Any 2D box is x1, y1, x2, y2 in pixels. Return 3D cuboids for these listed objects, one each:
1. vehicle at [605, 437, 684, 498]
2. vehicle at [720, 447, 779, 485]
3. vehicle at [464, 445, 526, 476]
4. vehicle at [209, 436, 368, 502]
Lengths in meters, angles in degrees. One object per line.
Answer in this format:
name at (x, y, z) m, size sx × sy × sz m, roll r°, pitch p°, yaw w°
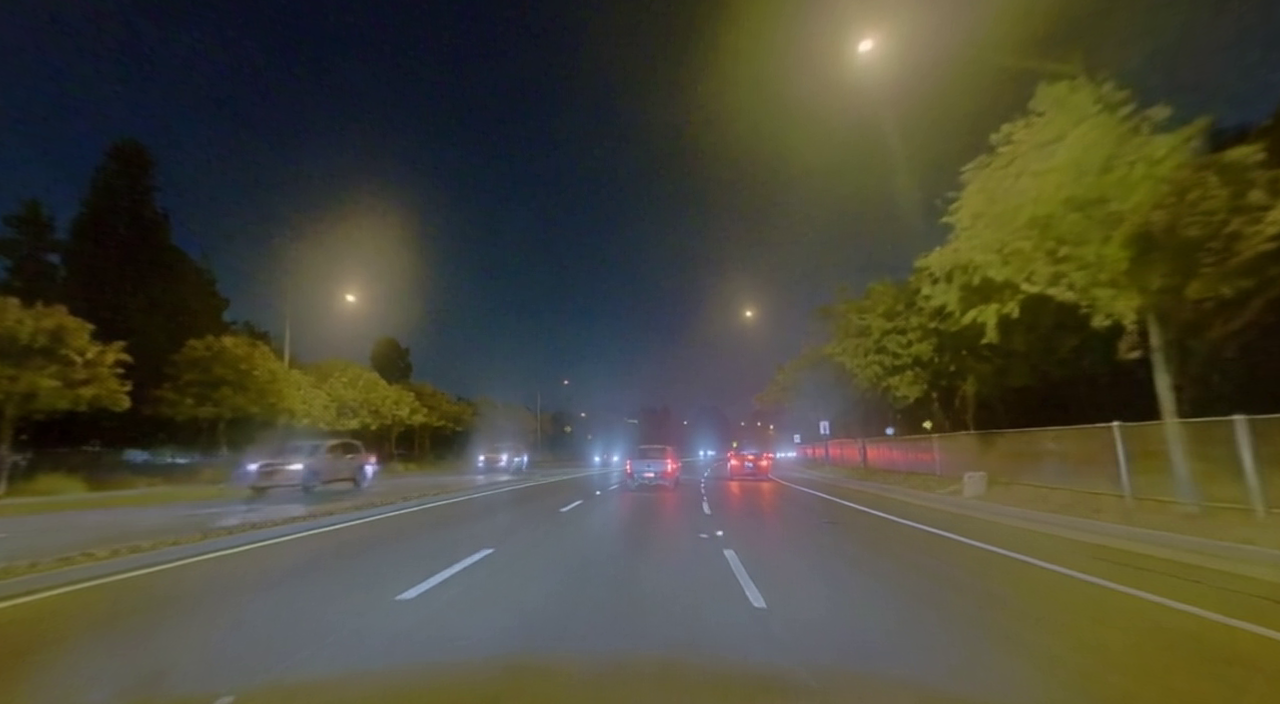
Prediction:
vehicle at (0.277, 3.542, 19.803) m, size 2.105 × 1.676 × 4.541 m, roll -1°, pitch -9°, yaw 5°
vehicle at (4.584, 4.825, 26.989) m, size 2.147 × 1.474 × 4.083 m, roll -1°, pitch -9°, yaw 6°
vehicle at (-8.892, 6.679, 39.179) m, size 2.329 × 1.757 × 4.464 m, roll -1°, pitch -9°, yaw 7°
vehicle at (-10.733, 3.589, 19.790) m, size 2.034 × 1.791 × 4.582 m, roll -1°, pitch -9°, yaw 5°
